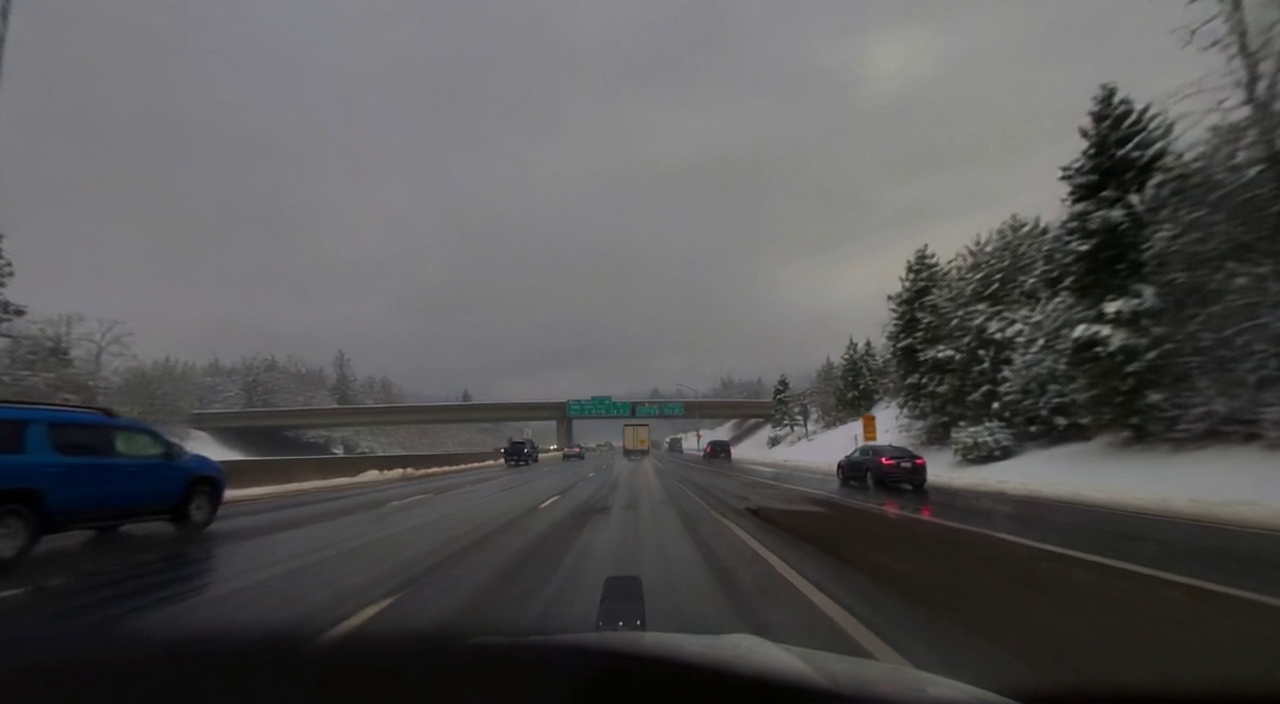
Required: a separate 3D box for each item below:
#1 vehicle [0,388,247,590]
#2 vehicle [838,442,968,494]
[{"bbox_3d":[-6.724,1.344,6.444,2.179,1.753,4.999,0,-9,0],"label":"vehicle"},{"bbox_3d":[8.519,3.793,20.975,2.075,1.510,4.569,1,-9,-4],"label":"vehicle"}]
